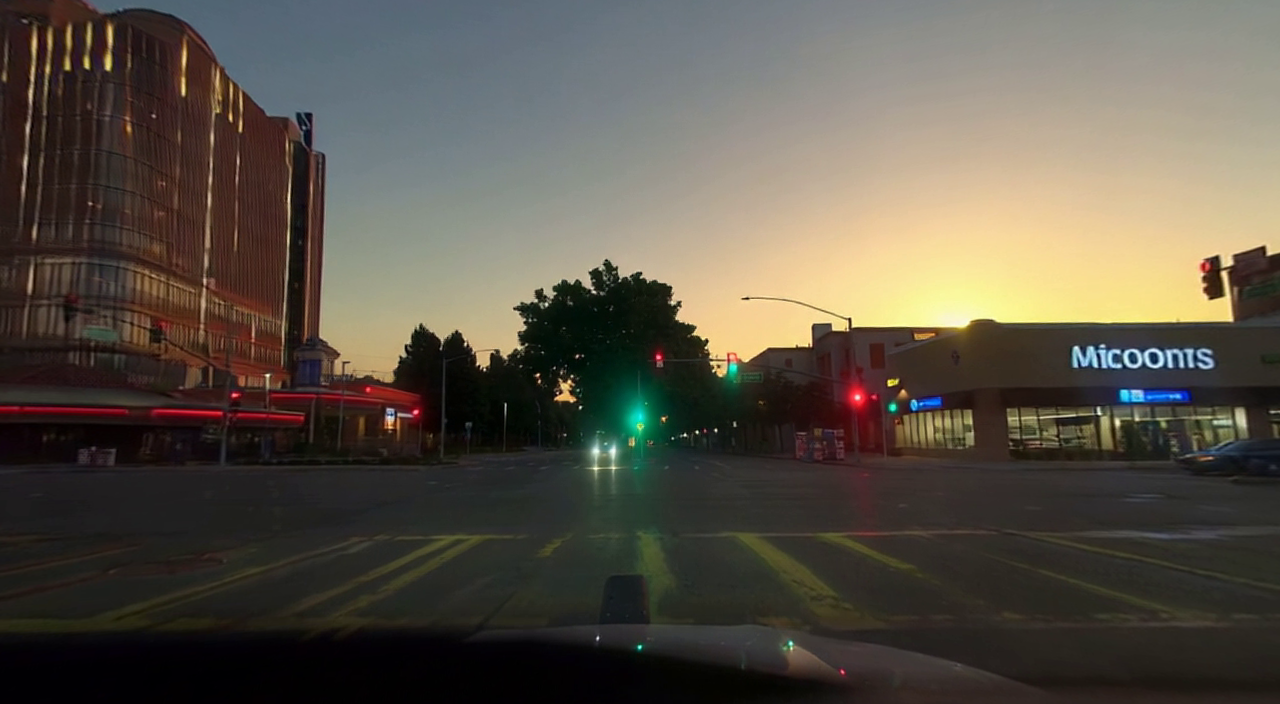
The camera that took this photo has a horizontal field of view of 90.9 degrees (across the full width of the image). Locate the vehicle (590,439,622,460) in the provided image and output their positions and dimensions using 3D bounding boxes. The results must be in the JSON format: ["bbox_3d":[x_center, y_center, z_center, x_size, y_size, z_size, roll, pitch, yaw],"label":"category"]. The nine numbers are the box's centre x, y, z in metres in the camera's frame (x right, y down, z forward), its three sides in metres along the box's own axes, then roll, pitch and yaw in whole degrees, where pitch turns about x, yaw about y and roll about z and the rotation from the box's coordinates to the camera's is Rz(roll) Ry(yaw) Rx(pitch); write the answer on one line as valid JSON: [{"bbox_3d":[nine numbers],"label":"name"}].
[{"bbox_3d":[-2.492,7.281,47.265,2.104,1.468,4.195,0,-8,1],"label":"vehicle"}]
